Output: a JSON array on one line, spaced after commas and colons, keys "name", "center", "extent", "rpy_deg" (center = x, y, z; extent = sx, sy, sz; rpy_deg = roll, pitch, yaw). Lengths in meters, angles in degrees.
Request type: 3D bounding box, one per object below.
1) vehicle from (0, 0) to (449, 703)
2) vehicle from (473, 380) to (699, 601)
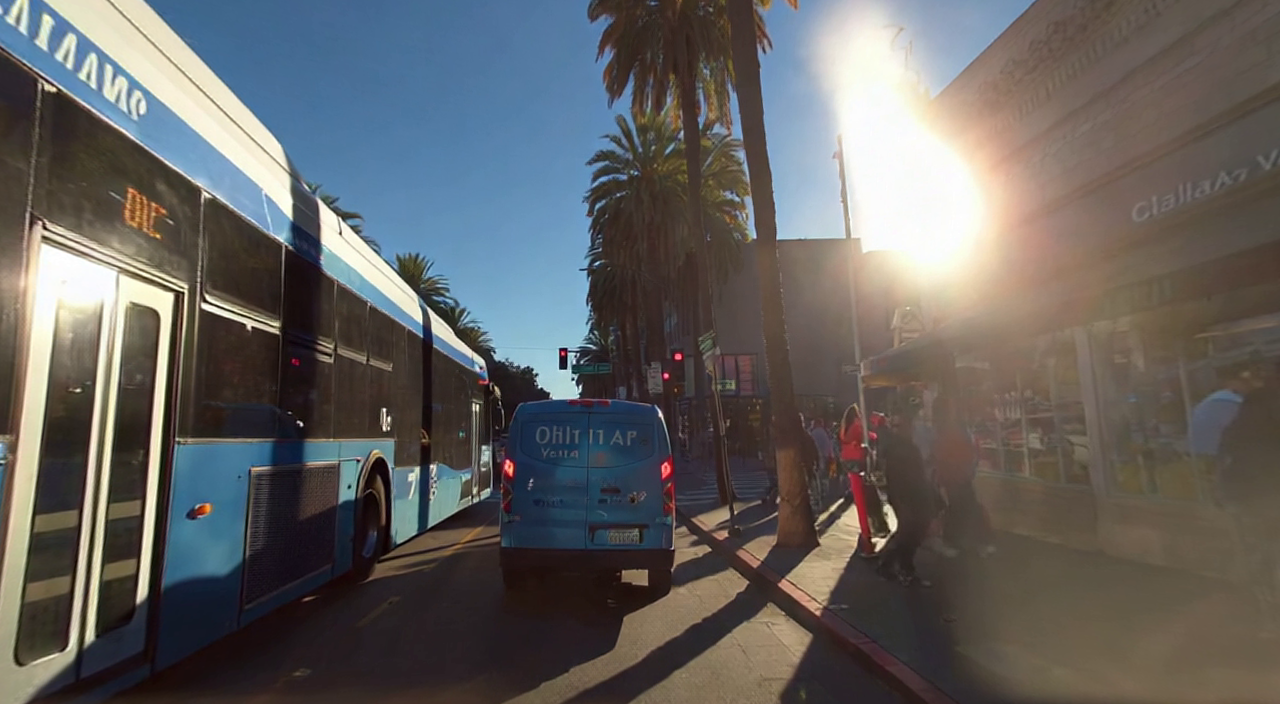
[{"name": "vehicle", "center": [-3.805, 0.195, 3.299], "extent": [2.863, 3.233, 11.573], "rpy_deg": [1, -8, -4]}, {"name": "vehicle", "center": [-0.790, 1.528, 7.798], "extent": [2.002, 1.907, 4.211], "rpy_deg": [1, -9, -9]}]
